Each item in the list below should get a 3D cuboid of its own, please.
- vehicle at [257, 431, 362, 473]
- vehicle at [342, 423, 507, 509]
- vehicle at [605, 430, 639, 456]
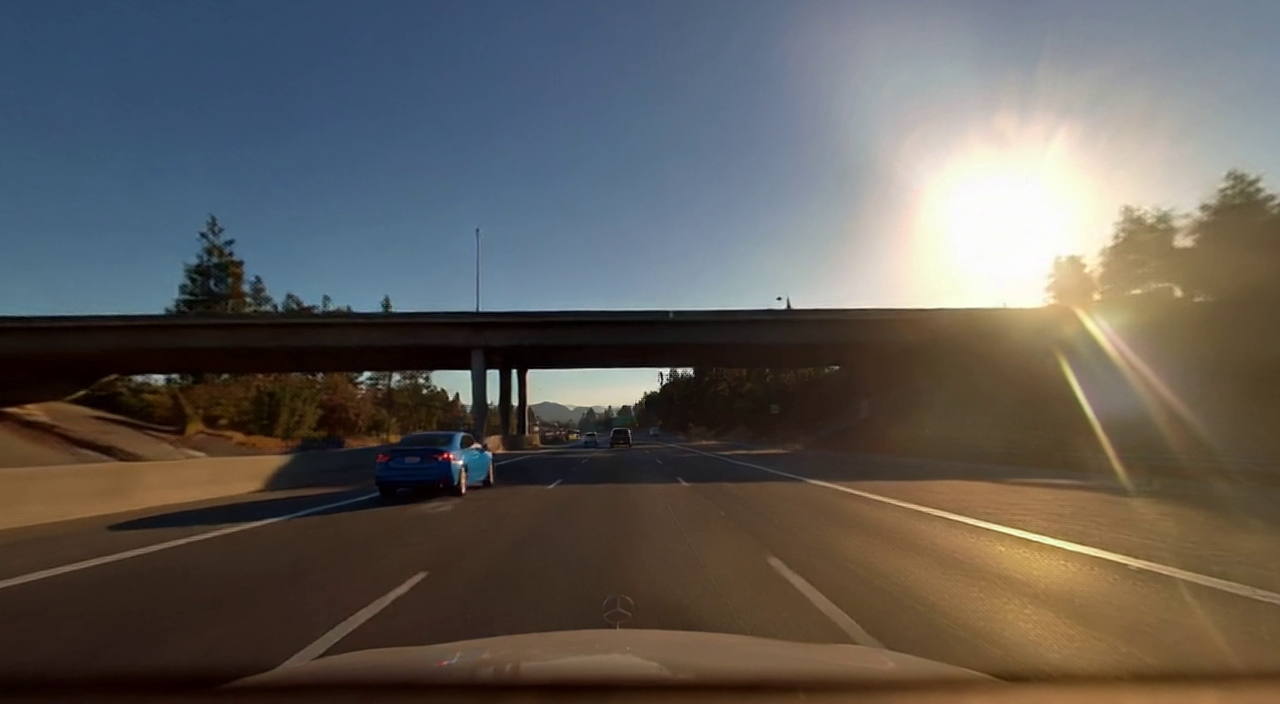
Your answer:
[{"bbox_3d":[-13.699,4.154,26.446,1.960,1.580,4.527,0,-8,0],"label":"vehicle"},{"bbox_3d":[-4.369,2.367,13.644,2.017,1.537,4.496,0,-8,0],"label":"vehicle"},{"bbox_3d":[-1.155,5.938,41.287,2.116,1.625,4.004,0,-8,0],"label":"vehicle"}]
